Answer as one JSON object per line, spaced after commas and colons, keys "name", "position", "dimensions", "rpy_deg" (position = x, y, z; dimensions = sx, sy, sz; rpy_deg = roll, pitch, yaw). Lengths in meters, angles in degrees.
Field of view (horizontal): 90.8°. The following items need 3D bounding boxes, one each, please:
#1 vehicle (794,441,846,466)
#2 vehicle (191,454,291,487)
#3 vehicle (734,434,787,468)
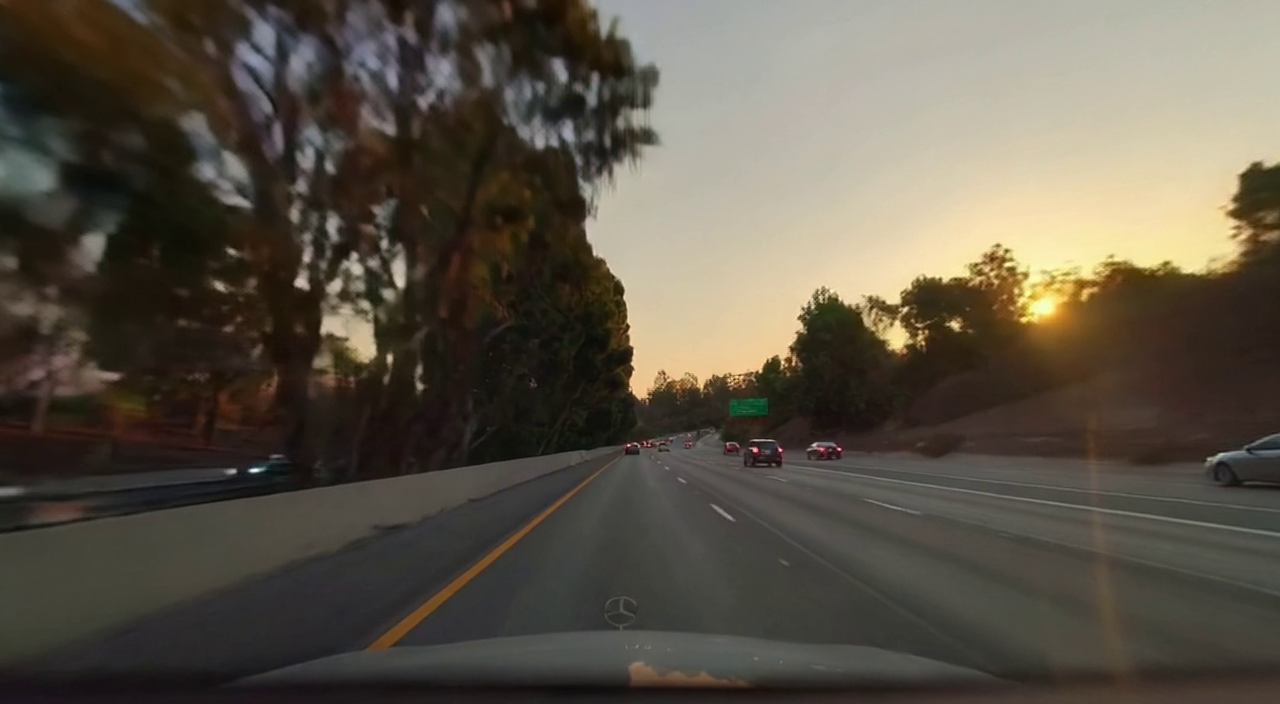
{"name": "vehicle", "position": [11.070, 6.273, 39.119], "dimensions": [1.931, 1.479, 4.183], "rpy_deg": [0, -8, -1]}
{"name": "vehicle", "position": [-21.369, 6.342, 34.146], "dimensions": [2.058, 1.442, 4.971], "rpy_deg": [0, -8, 1]}
{"name": "vehicle", "position": [6.925, 5.742, 36.817], "dimensions": [2.098, 1.820, 4.505], "rpy_deg": [0, -8, -2]}
